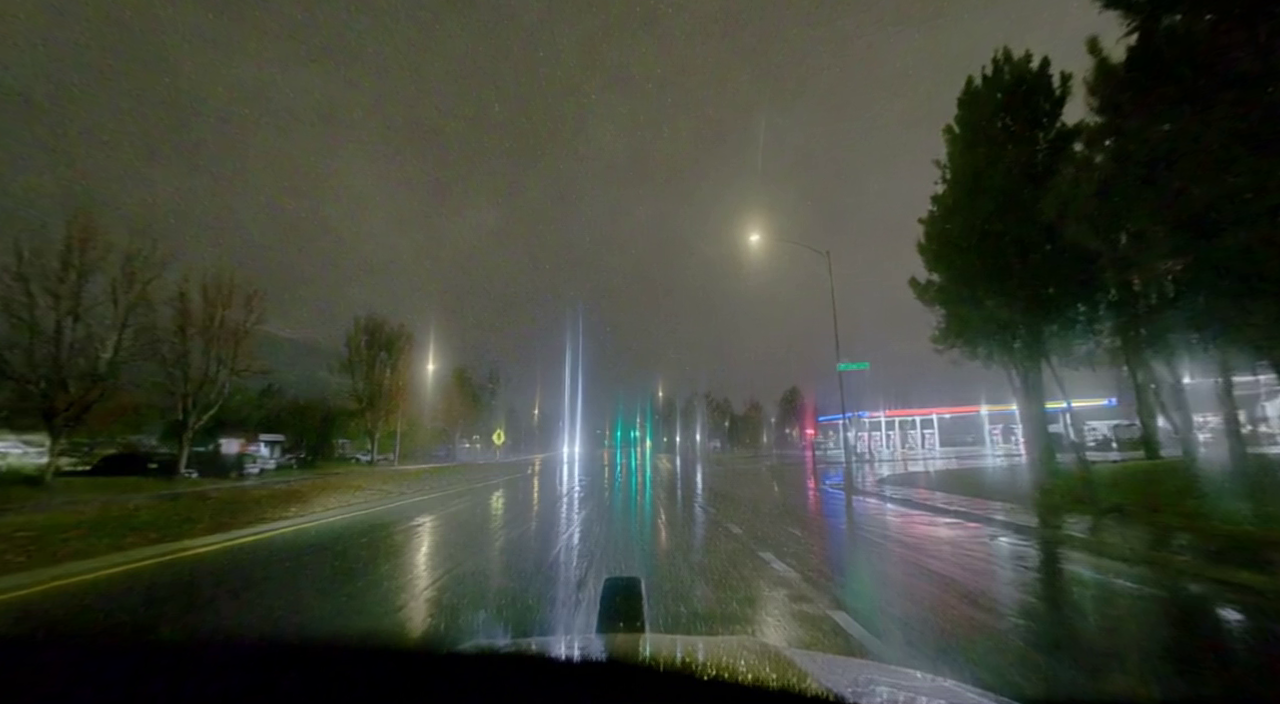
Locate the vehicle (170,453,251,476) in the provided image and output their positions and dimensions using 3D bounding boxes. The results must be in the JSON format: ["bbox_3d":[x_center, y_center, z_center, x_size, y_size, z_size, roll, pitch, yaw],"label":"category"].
[{"bbox_3d":[-30.951,8.107,45.620,4.274,1.491,2.110,0,-9,-4],"label":"vehicle"}]

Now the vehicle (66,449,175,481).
[{"bbox_3d":[-30.571,6.640,37.279,4.613,1.820,2.013,0,-9,1],"label":"vehicle"}]

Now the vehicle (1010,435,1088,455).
[{"bbox_3d":[31.077,7.045,48.055,4.549,1.476,1.952,0,-8,1],"label":"vehicle"}]
